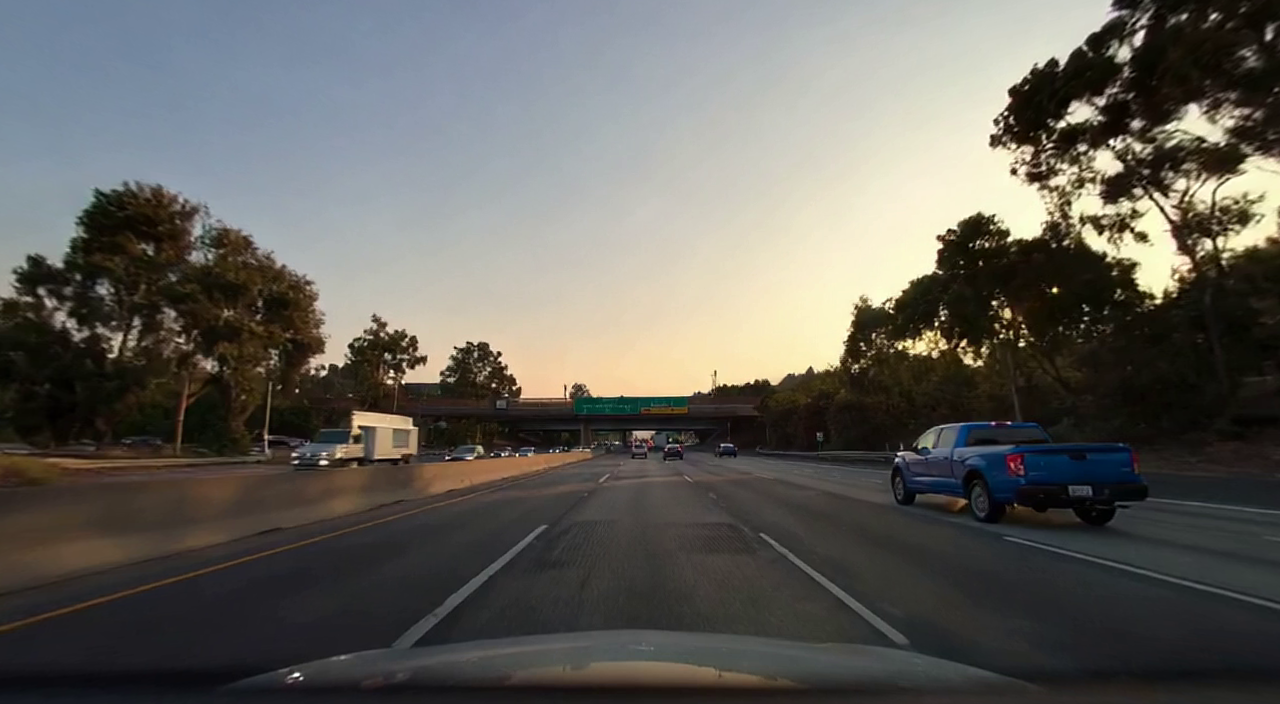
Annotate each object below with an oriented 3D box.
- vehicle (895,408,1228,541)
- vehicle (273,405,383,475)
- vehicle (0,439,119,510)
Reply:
[{"bbox_3d":[7.140,2.159,11.898,2.182,1.852,5.926,0,-8,0],"label":"vehicle"},{"bbox_3d":[-17.969,5.166,36.896,3.019,3.687,6.460,0,-8,0],"label":"vehicle"},{"bbox_3d":[-15.120,2.835,14.730,1.960,1.556,4.546,0,-8,1],"label":"vehicle"}]
